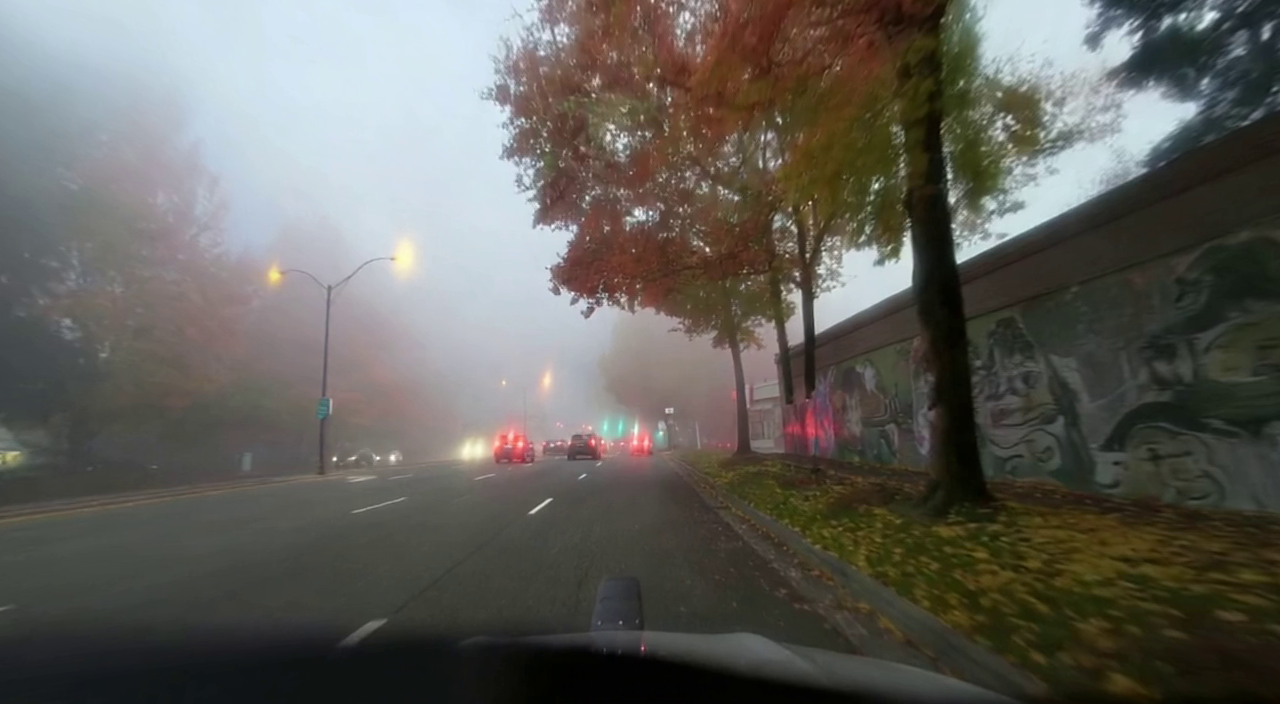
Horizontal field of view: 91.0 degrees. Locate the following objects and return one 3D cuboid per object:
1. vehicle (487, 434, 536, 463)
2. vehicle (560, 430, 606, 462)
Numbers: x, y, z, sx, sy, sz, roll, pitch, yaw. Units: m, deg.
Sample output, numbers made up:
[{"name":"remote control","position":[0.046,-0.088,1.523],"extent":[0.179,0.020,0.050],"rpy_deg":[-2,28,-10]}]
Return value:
[{"name":"vehicle","position":[-7.548,5.747,37.421],"extent":[1.932,1.596,4.247],"rpy_deg":[0,-9,1]},{"name":"vehicle","position":[-3.199,5.403,36.186],"extent":[2.165,1.663,4.513],"rpy_deg":[0,-9,1]}]
